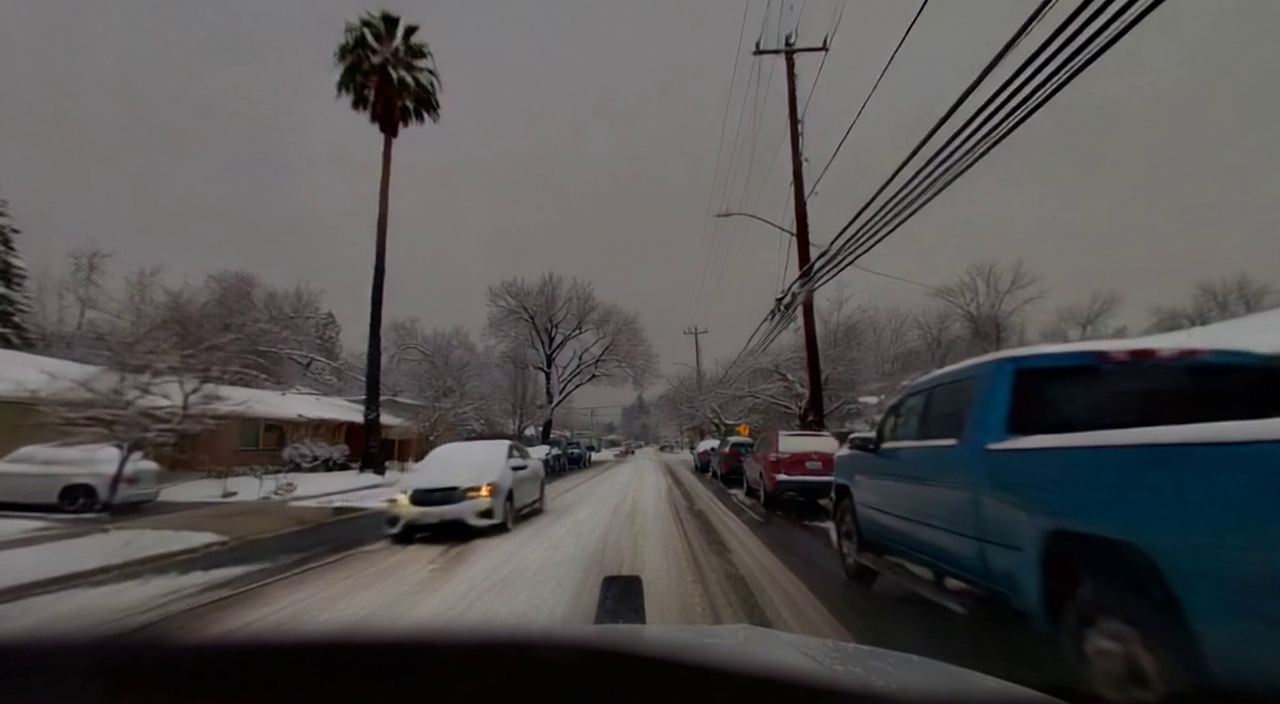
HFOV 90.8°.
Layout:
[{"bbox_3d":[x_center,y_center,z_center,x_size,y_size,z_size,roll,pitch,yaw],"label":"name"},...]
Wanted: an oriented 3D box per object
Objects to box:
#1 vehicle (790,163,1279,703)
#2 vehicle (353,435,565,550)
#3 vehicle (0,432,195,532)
[{"bbox_3d":[2.943,0.916,4.209,2.437,2.015,6.511,0,-9,1],"label":"vehicle"},{"bbox_3d":[-2.734,2.246,10.853,2.213,1.548,4.370,0,-9,2],"label":"vehicle"},{"bbox_3d":[-14.012,2.779,13.897,6.607,1.954,2.467,0,-9,2],"label":"vehicle"}]
